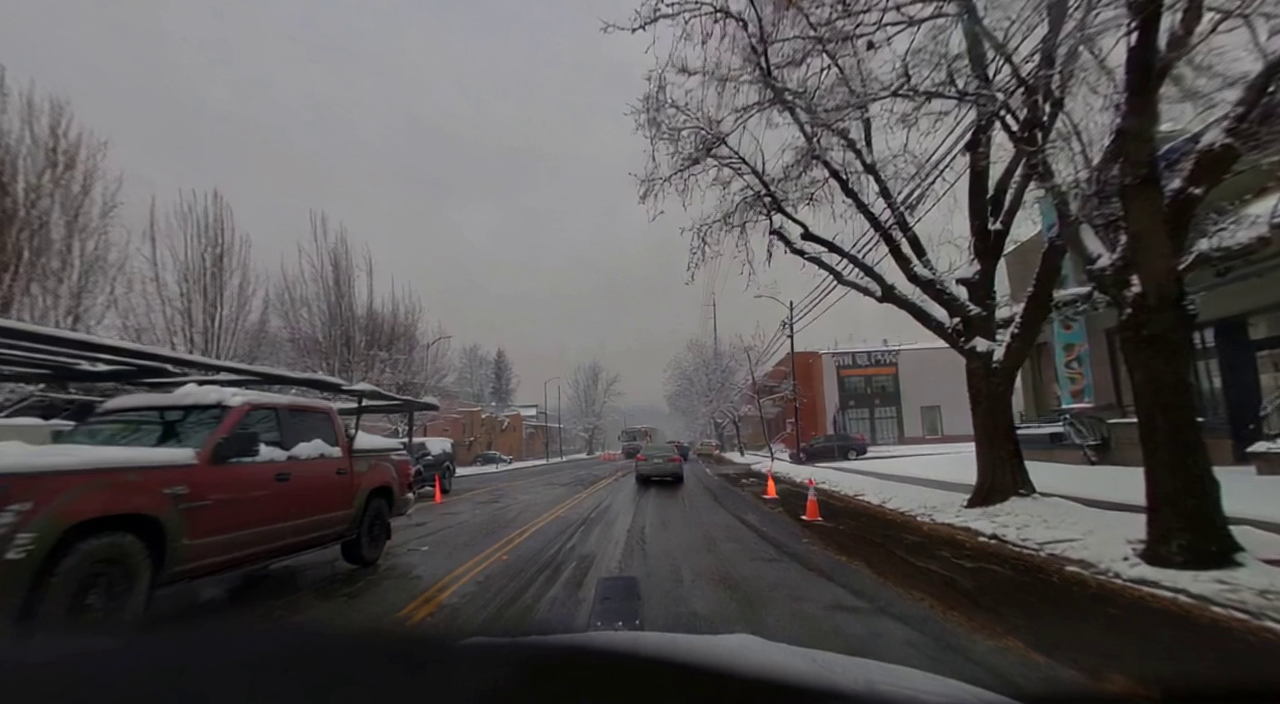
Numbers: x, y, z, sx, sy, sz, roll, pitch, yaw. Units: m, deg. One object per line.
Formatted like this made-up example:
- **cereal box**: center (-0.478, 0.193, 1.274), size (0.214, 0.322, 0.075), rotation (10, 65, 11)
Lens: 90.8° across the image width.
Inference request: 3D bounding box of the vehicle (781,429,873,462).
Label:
- **vehicle**: center (11.460, 5.747, 38.948), size (4.859, 1.914, 2.333), rotation (0, -8, -4)

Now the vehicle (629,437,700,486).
- **vehicle**: center (0.841, 3.666, 21.487), size (2.159, 1.506, 4.086), rotation (0, -8, 2)

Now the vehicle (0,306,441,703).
- **vehicle**: center (-4.212, 1.228, 5.515), size (2.500, 2.128, 6.396), rotation (-2, -8, 4)

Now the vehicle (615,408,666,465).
- **vehicle**: center (0.049, 5.875, 43.312), size (2.977, 3.271, 12.748), rotation (0, -8, 0)
